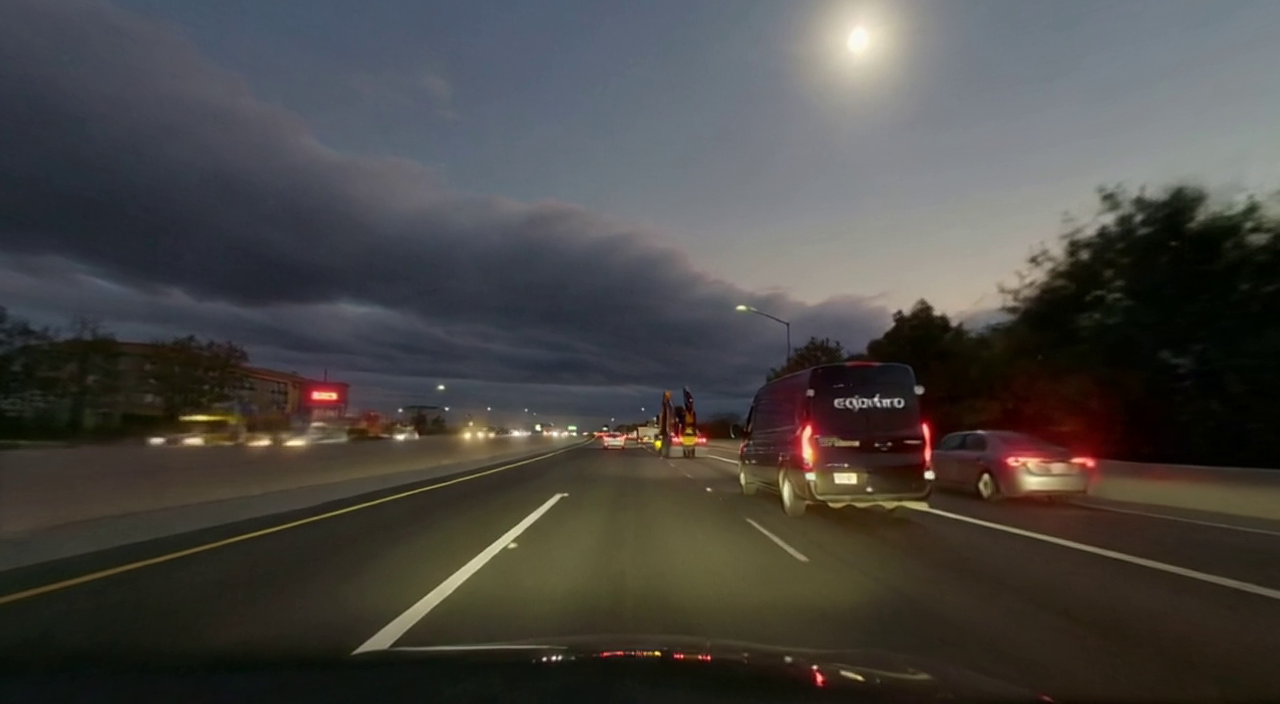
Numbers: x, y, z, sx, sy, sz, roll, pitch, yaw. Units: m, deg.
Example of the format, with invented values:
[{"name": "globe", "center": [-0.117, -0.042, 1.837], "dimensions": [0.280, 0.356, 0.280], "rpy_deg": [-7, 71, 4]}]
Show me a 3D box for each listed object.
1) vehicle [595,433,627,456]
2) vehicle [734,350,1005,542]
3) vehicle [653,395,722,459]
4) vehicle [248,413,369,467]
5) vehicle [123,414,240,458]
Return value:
[{"name": "vehicle", "center": [-2.076, 6.623, 45.228], "dimensions": [2.217, 1.502, 4.222], "rpy_deg": [0, -8, -2]}, {"name": "vehicle", "center": [3.449, 1.609, 11.257], "dimensions": [2.386, 2.509, 5.880], "rpy_deg": [0, -8, -2]}, {"name": "vehicle", "center": [2.894, 5.052, 41.772], "dimensions": [2.912, 3.738, 10.123], "rpy_deg": [0, -8, -5]}, {"name": "vehicle", "center": [-11.491, 3.090, 22.257], "dimensions": [2.046, 1.697, 4.190], "rpy_deg": [0, -8, -1]}, {"name": "vehicle", "center": [-22.576, 4.188, 31.347], "dimensions": [2.076, 1.998, 5.184], "rpy_deg": [0, -8, -3]}]
